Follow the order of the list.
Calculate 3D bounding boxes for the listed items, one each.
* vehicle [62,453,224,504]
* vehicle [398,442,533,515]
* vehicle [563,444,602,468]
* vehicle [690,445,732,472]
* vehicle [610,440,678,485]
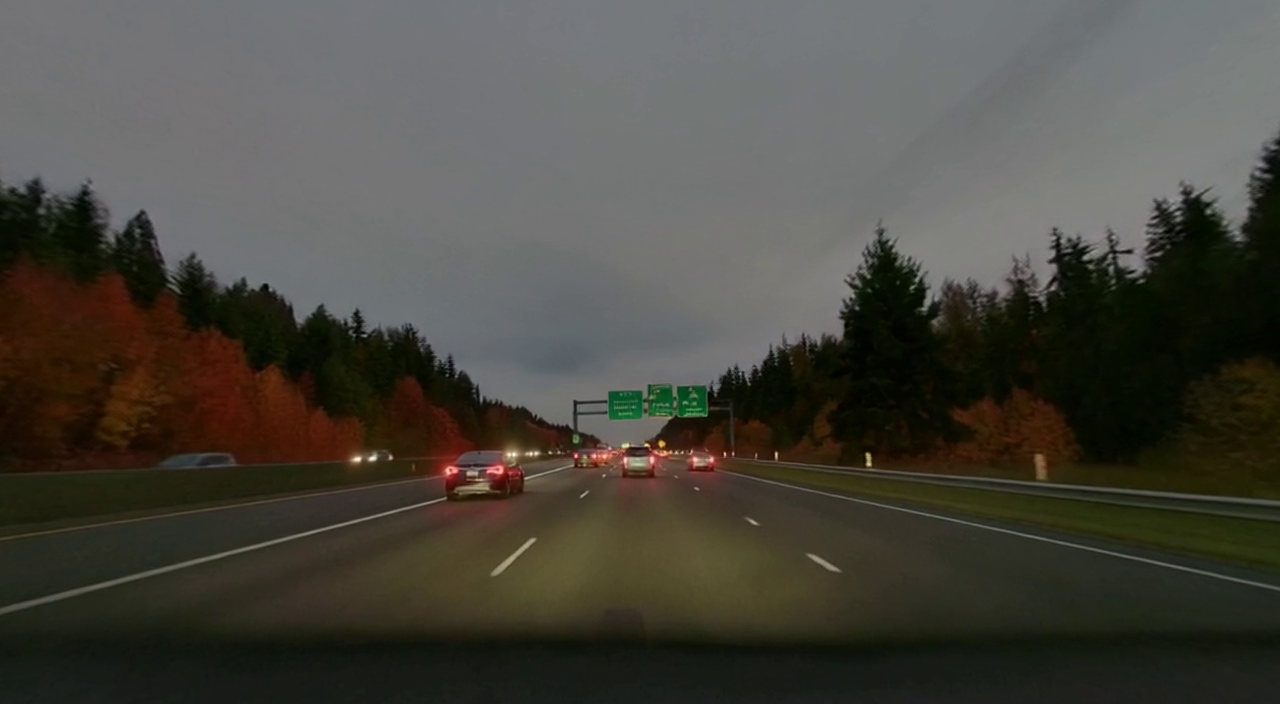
[{"bbox_3d":[-17.966,4.555,23.044,2.003,1.593,4.777,0,-9,0],"label":"vehicle"},{"bbox_3d":[-3.943,2.932,14.977,2.017,1.469,4.113,0,-9,0],"label":"vehicle"},{"bbox_3d":[-4.260,7.834,47.287,2.545,1.679,4.267,0,-9,0],"label":"vehicle"},{"bbox_3d":[4.314,6.579,38.825,2.035,1.571,4.413,0,-9,0],"label":"vehicle"},{"bbox_3d":[0.146,4.584,26.289,2.634,1.679,4.070,0,-9,-1],"label":"vehicle"}]
